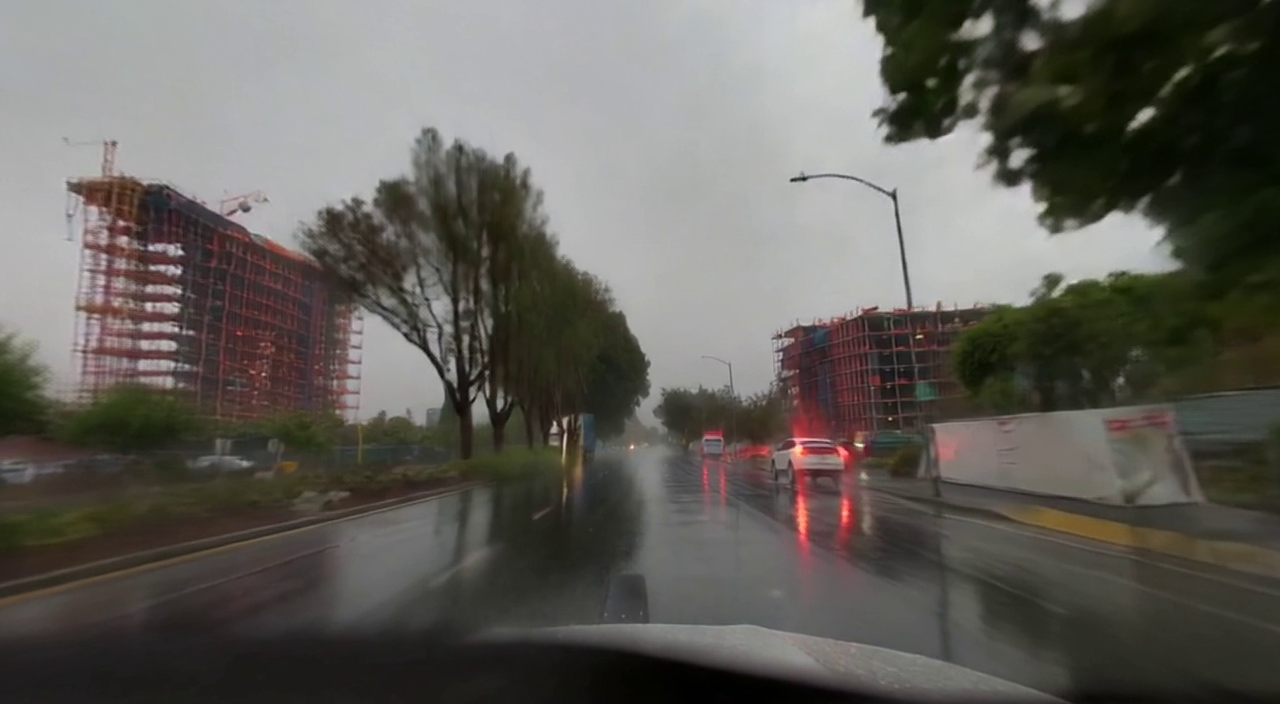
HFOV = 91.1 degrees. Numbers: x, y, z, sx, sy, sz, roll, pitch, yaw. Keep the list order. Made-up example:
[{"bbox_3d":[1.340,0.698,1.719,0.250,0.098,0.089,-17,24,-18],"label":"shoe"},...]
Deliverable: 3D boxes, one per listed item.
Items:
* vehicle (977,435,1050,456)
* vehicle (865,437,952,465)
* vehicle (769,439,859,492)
[{"bbox_3d":[29.403,7.346,49.484,4.455,1.607,1.950,0,-7,3],"label":"vehicle"},{"bbox_3d":[16.636,6.154,39.072,4.422,1.677,2.004,0,-9,-1],"label":"vehicle"},{"bbox_3d":[6.781,4.479,25.085,2.169,1.880,4.849,0,-9,0],"label":"vehicle"}]
